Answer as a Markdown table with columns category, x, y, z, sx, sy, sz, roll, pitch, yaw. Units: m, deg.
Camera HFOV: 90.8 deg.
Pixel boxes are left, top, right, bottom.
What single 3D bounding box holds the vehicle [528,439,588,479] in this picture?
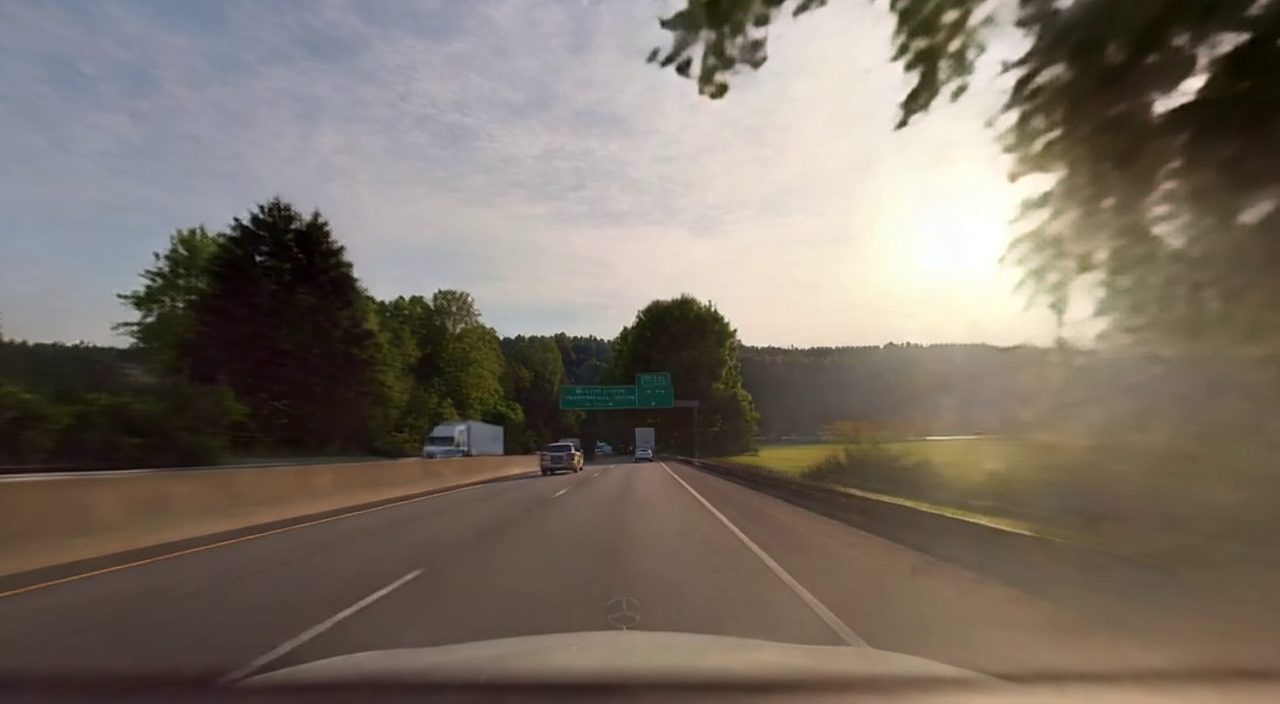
| category | x | y | z | sx | sy | sz | roll | pitch | yaw |
| --- | --- | --- | --- | --- | --- | --- | --- | --- | --- |
| vehicle | -3.753 | 4.996 | 29.703 | 2.097 | 1.722 | 4.808 | 0 | -9 | 1 |

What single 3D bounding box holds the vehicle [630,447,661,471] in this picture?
| category | x | y | z | sx | sy | sz | roll | pitch | yaw |
| --- | --- | --- | --- | --- | --- | --- | --- | --- | --- |
| vehicle | 0.338 | 6.858 | 40.553 | 1.853 | 1.436 | 3.438 | 0 | -9 | 0 |
